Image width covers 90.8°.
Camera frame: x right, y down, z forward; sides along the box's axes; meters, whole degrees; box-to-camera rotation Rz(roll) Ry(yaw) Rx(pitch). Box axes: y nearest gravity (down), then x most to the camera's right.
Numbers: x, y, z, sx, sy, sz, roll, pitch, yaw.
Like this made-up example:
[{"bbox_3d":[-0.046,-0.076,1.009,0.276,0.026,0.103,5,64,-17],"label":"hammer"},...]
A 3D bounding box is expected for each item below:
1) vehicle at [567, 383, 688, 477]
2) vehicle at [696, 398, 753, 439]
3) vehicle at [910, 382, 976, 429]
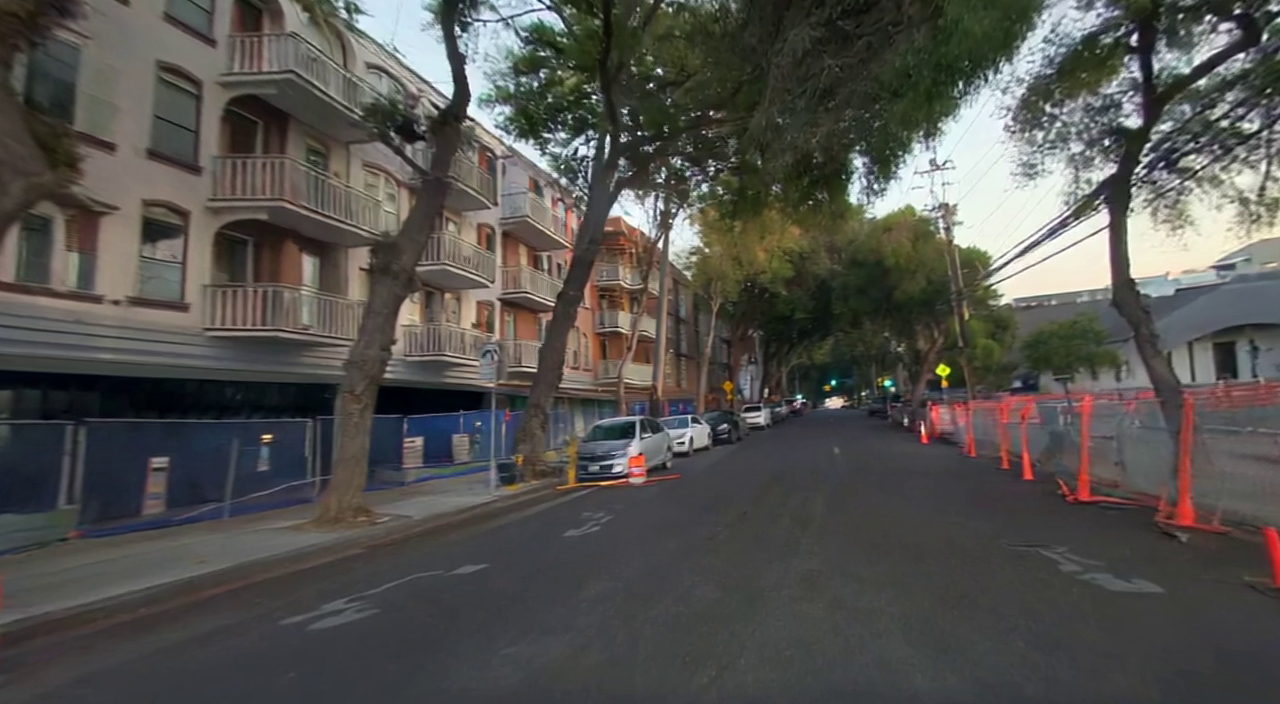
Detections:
[{"bbox_3d":[-0.201,2.140,16.911,1.894,2.186,3.901,-4,-9,20],"label":"vehicle"},{"bbox_3d":[3.967,3.131,29.024,1.996,1.695,4.127,-3,-9,15],"label":"vehicle"},{"bbox_3d":[13.410,2.457,28.205,1.994,1.857,4.393,-1,-8,17],"label":"vehicle"}]
